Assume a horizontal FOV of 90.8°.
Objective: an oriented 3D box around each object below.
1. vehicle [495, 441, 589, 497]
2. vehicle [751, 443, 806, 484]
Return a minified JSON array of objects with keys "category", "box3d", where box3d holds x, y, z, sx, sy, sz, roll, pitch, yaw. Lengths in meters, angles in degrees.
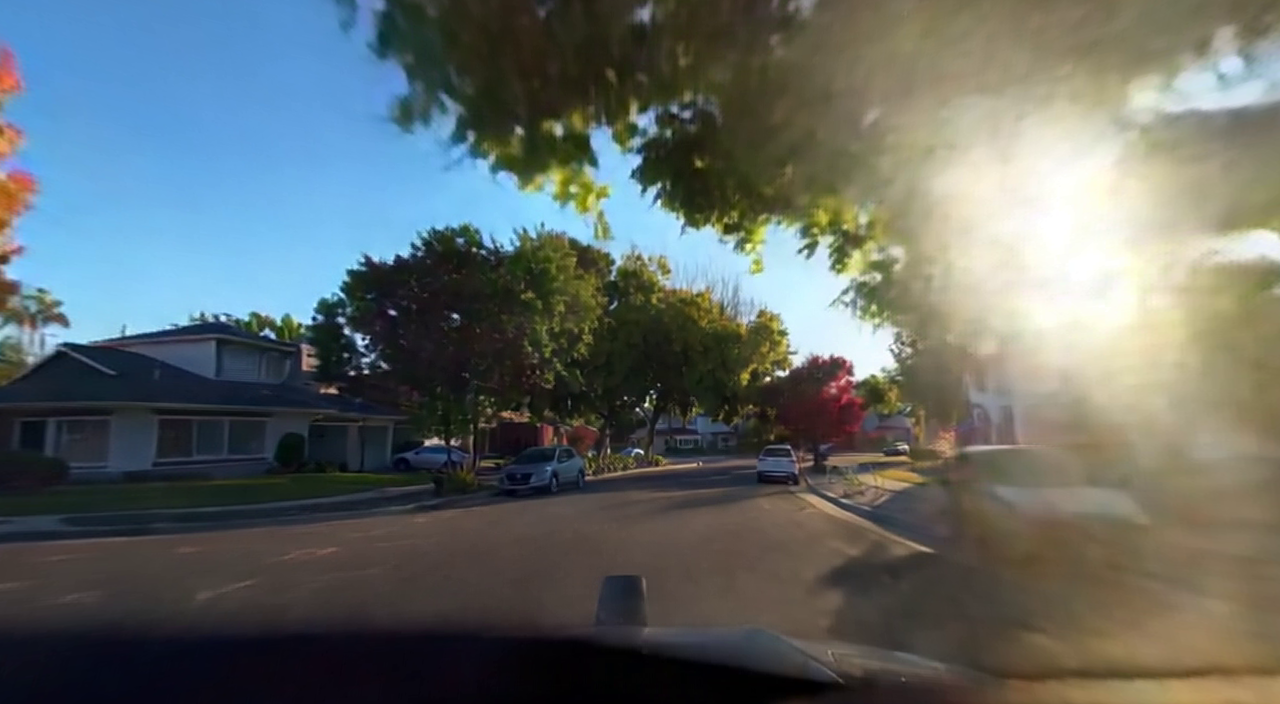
[{"category":"vehicle","box3d":[-3.540,4.313,23.778,2.041,1.762,4.508,-4,-8,11]},{"category":"vehicle","box3d":[6.232,4.890,28.062,2.075,1.657,4.648,-2,-9,15]}]
